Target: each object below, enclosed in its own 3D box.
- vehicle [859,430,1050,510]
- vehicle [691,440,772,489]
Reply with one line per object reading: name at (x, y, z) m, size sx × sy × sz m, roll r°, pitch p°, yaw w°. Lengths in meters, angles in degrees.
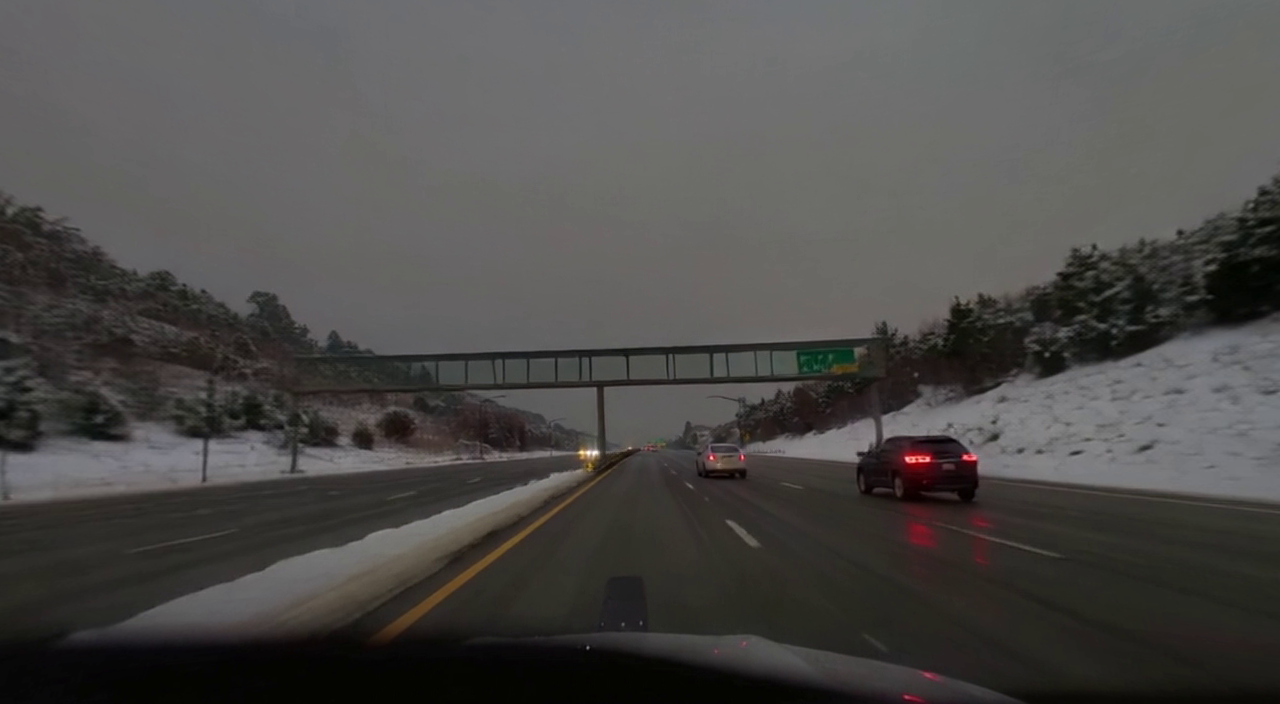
vehicle at (6.932, 2.643, 14.649) m, size 1.988 × 1.530 × 4.777 m, roll 0°, pitch -8°, yaw 0°
vehicle at (2.916, 3.696, 21.088) m, size 2.044 × 1.444 × 4.216 m, roll 0°, pitch -8°, yaw -1°
